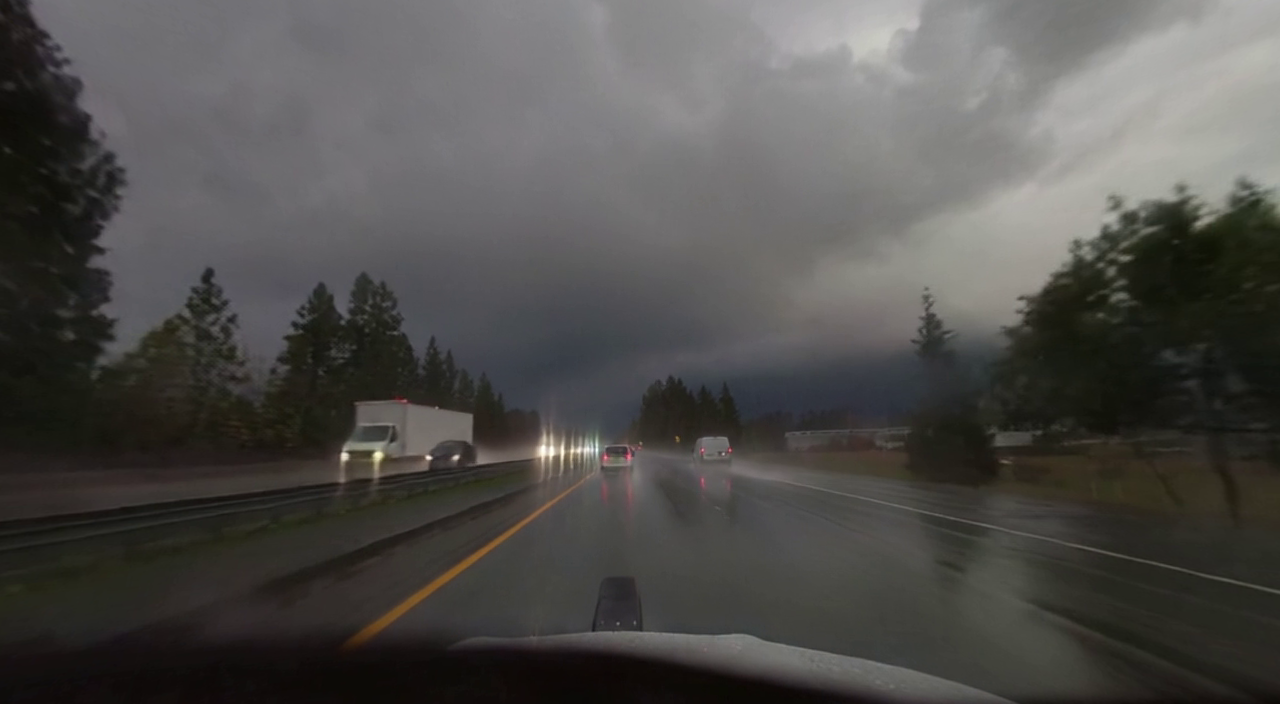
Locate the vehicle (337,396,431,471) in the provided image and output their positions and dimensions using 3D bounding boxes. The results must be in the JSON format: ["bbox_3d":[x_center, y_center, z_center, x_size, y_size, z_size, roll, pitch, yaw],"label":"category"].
[{"bbox_3d":[-14.977,4.927,37.278,3.001,4.045,6.029,0,-9,-1],"label":"vehicle"}]

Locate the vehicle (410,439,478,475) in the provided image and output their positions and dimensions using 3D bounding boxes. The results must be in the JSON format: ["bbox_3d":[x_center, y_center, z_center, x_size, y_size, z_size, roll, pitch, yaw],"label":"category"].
[{"bbox_3d":[-9.809,5.273,31.711,2.019,1.670,4.493,0,-9,-1],"label":"vehicle"}]

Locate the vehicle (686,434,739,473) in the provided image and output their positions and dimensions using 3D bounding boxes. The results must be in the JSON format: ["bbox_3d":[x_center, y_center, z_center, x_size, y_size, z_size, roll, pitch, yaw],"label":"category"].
[{"bbox_3d":[3.824,5.460,33.738,2.179,1.930,4.538,0,-9,-1],"label":"vehicle"}]

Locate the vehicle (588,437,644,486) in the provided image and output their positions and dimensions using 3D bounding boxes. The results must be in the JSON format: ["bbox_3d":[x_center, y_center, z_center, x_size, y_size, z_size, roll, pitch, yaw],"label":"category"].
[{"bbox_3d":[-0.894,4.209,24.327,1.963,1.711,4.284,0,-9,-1],"label":"vehicle"}]
